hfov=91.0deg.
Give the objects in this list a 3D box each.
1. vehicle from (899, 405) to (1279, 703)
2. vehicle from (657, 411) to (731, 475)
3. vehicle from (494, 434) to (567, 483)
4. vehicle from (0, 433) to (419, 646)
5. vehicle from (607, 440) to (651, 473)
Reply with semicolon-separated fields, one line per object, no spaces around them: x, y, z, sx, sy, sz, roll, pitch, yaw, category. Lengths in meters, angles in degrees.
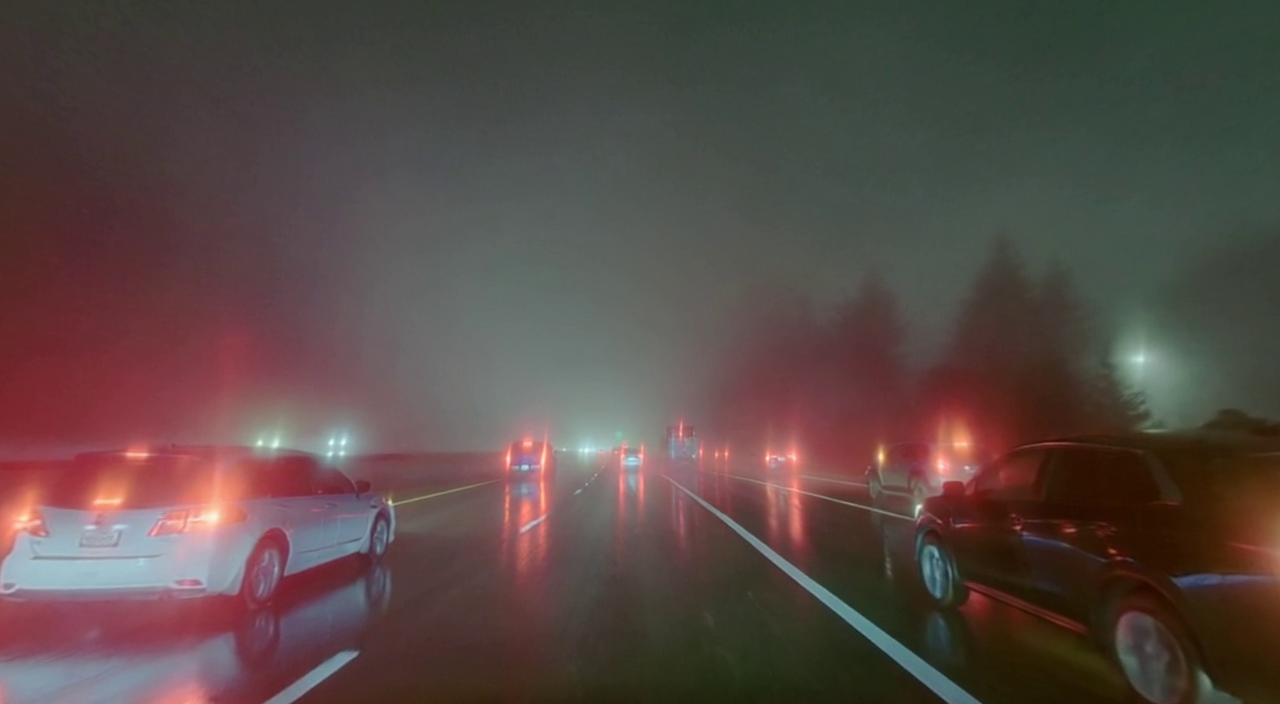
3.136;1.067;2.930;2.031;1.504;4.327;0;-9;0;vehicle
2.937;5.602;38.636;3.426;3.279;12.313;0;-9;0;vehicle
-4.371;4.352;26.029;2.176;1.783;4.799;0;-9;0;vehicle
-4.077;1.607;6.502;1.947;1.424;4.264;0;-9;1;vehicle
-0.614;5.678;34.330;2.235;1.682;4.094;0;-9;-1;vehicle
